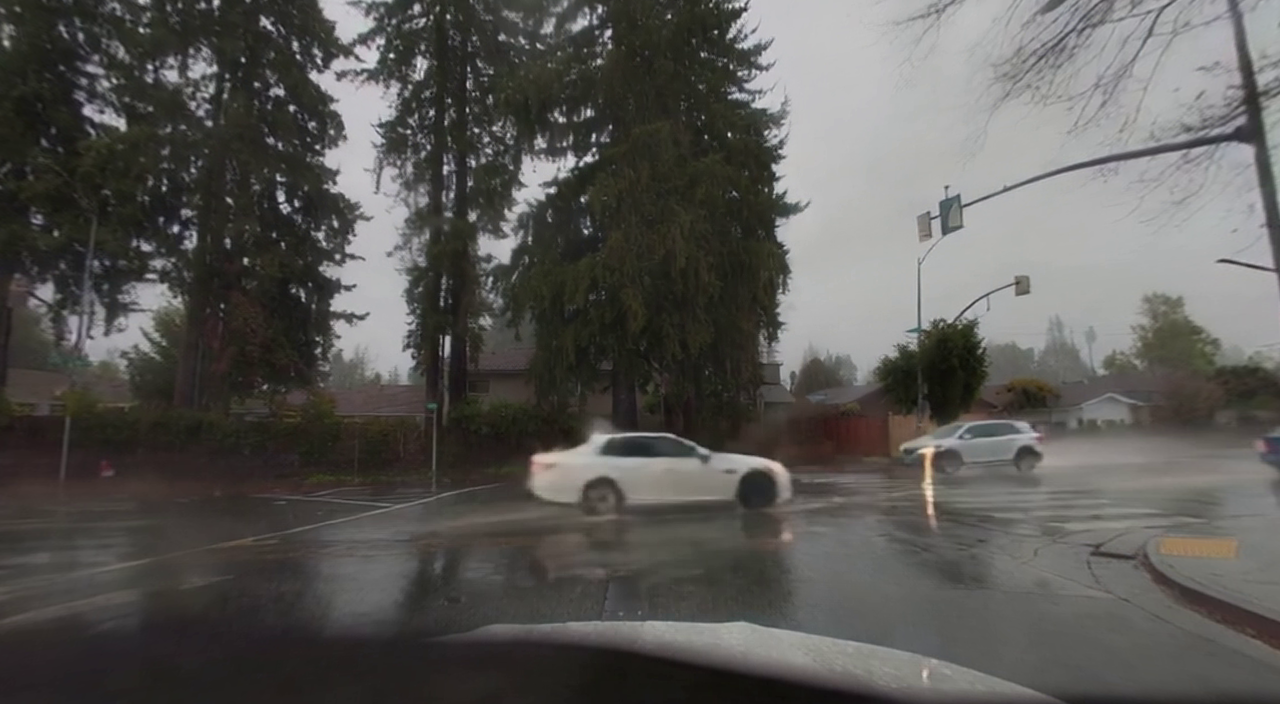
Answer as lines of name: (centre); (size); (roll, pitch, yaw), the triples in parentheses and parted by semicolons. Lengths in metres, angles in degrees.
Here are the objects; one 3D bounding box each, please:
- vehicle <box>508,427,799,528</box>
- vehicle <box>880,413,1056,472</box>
vehicle: (0.201, 2.024, 10.695); (4.517, 1.419, 1.836); (3, -9, -20)
vehicle: (10.813, 3.003, 20.988); (4.882, 1.783, 2.093); (2, -9, -13)
